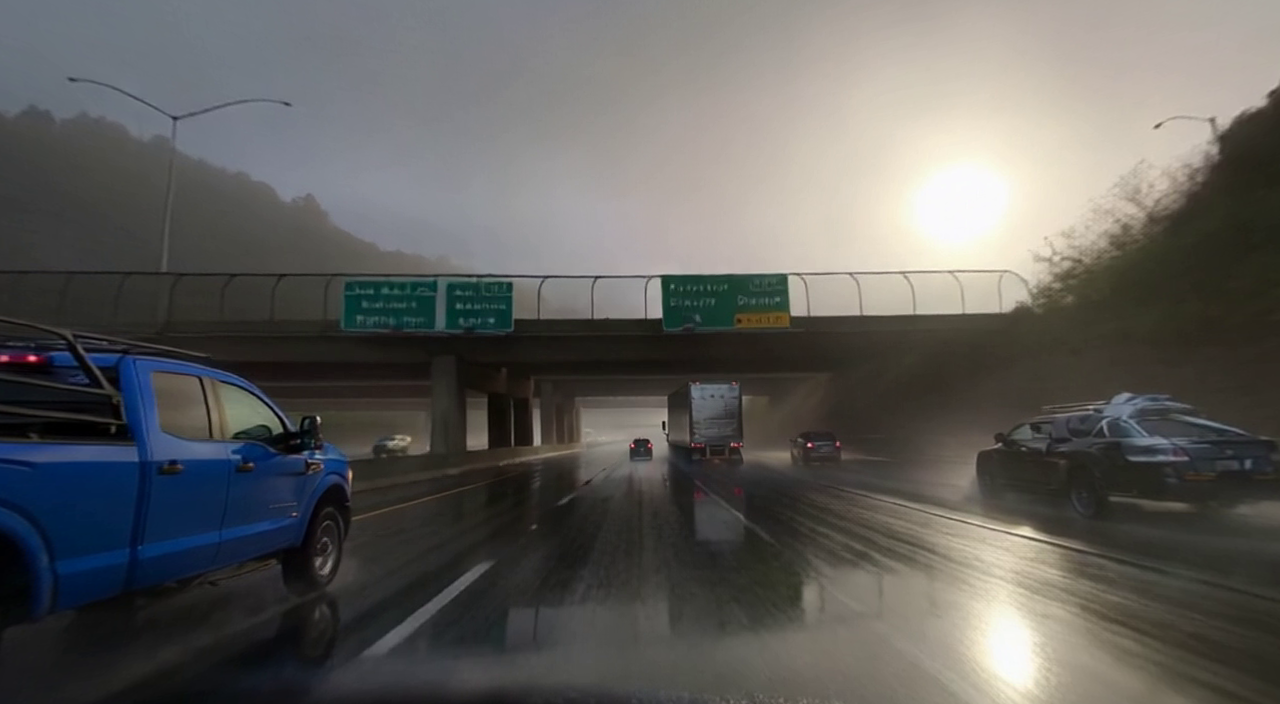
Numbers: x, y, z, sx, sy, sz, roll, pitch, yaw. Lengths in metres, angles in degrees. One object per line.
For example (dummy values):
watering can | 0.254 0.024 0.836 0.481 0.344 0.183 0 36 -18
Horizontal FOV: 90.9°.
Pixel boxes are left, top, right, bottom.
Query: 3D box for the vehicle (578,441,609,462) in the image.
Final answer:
vehicle | -3.425 7.441 47.298 2.077 1.446 4.106 0 -8 0

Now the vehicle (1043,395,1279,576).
vehicle | 7.112 1.436 7.144 1.999 1.700 4.640 0 -8 0

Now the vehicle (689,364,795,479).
vehicle | 4.090 3.383 28.675 2.885 4.036 12.891 0 -8 1

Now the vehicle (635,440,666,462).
vehicle | 0.732 7.114 45.356 2.092 1.446 4.092 0 -8 0

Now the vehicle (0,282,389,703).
vehicle | -4.133 0.863 3.701 2.599 2.054 6.288 -1 -8 1
